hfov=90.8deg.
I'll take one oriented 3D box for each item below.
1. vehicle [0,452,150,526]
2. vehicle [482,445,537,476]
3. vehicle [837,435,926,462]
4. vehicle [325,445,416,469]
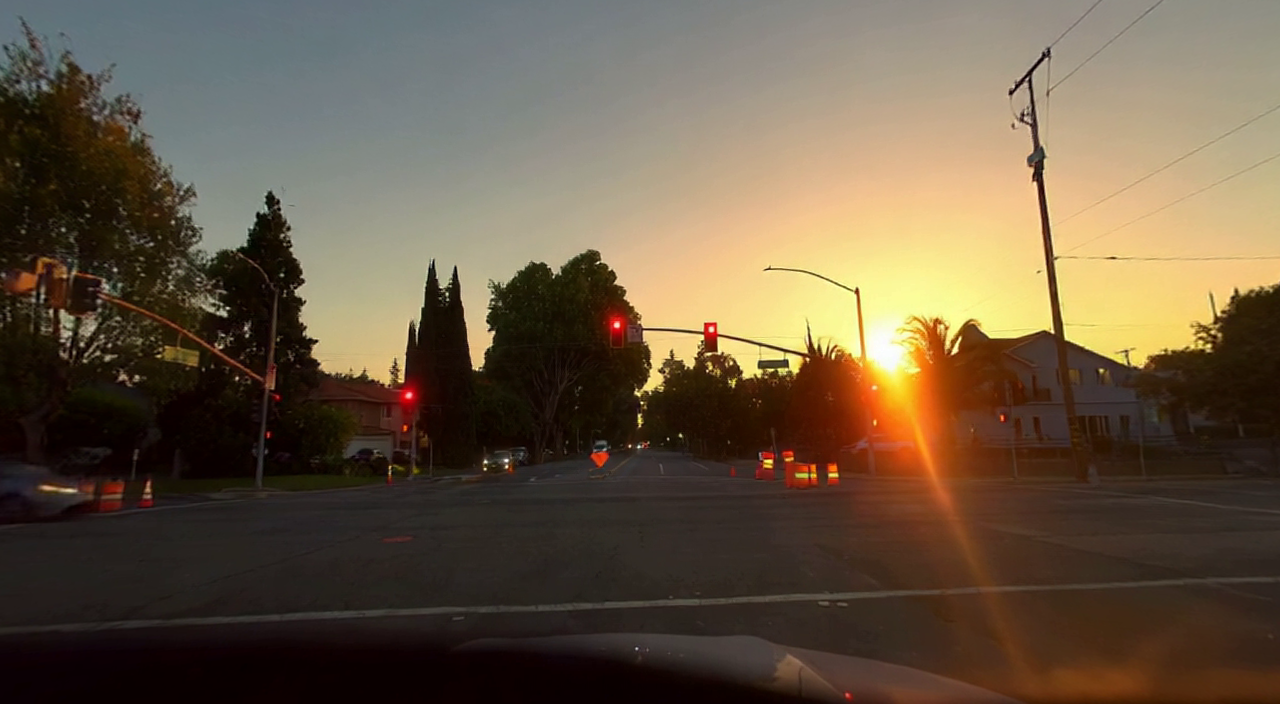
[{"bbox_3d":[-14.294,3.019,14.152,4.860,1.483,2.077,0,-8,-1],"label":"vehicle"},{"bbox_3d":[-6.605,5.531,32.397,1.881,1.452,4.121,0,-8,0],"label":"vehicle"},{"bbox_3d":[15.376,6.175,40.326,4.892,1.656,1.856,0,-8,0],"label":"vehicle"},{"bbox_3d":[-16.392,6.377,38.598,4.713,1.409,1.918,0,-8,-2],"label":"vehicle"}]
